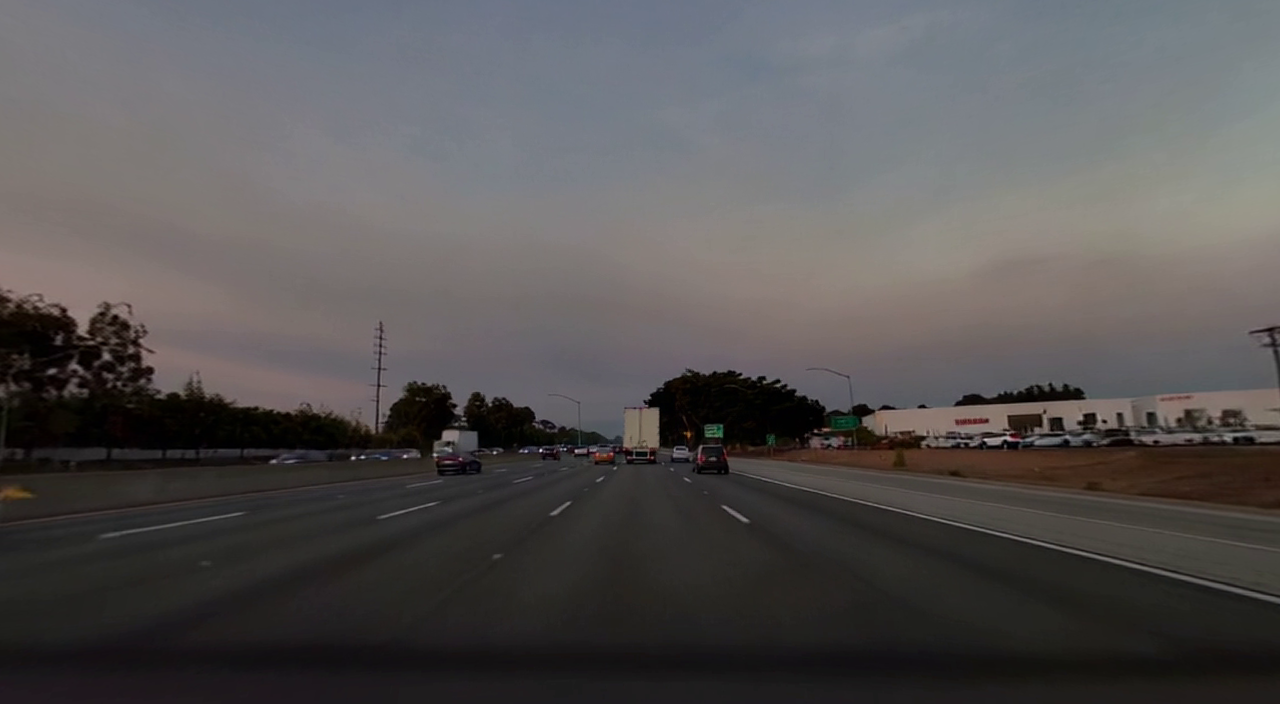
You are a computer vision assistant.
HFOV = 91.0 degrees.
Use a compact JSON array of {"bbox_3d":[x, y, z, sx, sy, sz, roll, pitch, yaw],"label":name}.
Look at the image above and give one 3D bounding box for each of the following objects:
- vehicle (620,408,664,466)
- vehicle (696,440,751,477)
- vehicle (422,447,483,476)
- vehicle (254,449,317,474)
[{"bbox_3d":[0.330,6.603,48.460,3.012,3.928,10.262,0,-9,2],"label":"vehicle"},{"bbox_3d":[4.082,5.288,31.571,2.107,1.707,4.445,0,-9,0],"label":"vehicle"},{"bbox_3d":[-10.592,6.208,35.906,2.015,1.521,4.550,0,-9,0],"label":"vehicle"},{"bbox_3d":[-27.420,8.457,48.958,2.131,1.760,4.698,0,-8,0],"label":"vehicle"}]
